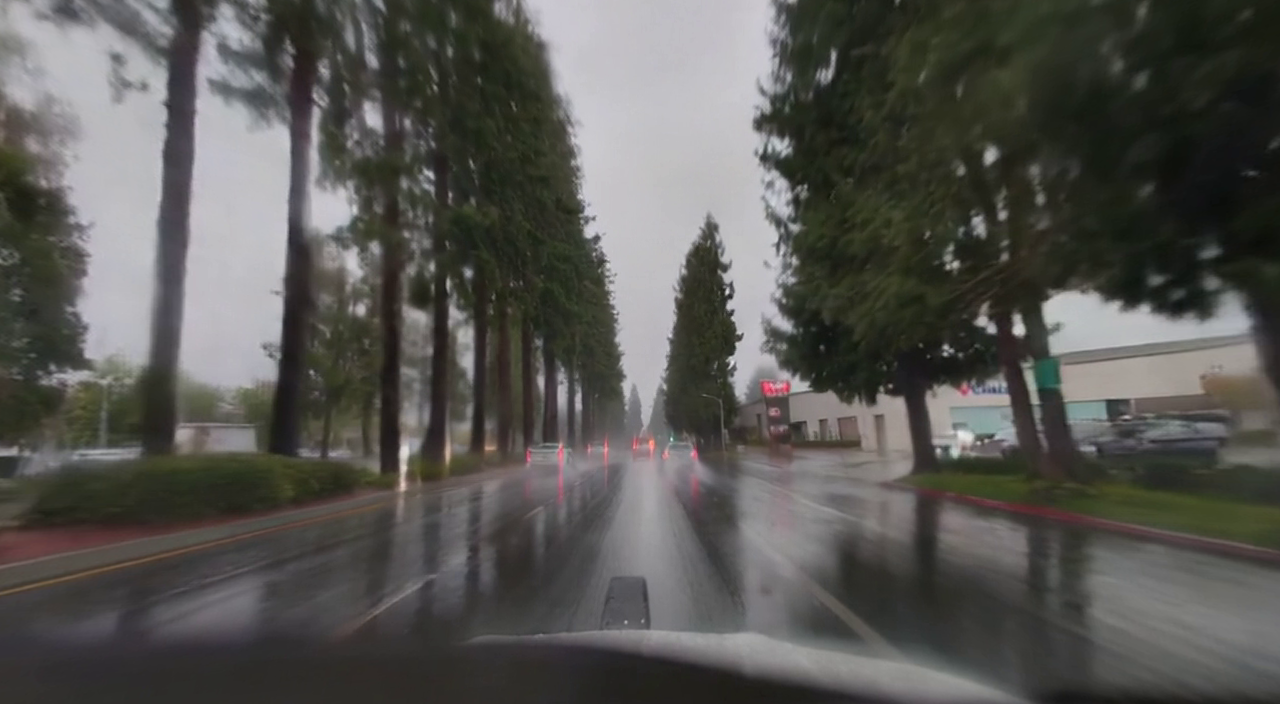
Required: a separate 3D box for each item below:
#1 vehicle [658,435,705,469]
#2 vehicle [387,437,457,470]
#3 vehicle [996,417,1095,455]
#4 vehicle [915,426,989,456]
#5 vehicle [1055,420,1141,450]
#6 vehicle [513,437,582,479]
[{"bbox_3d":[1.961,4.863,30.812,1.922,1.579,3.642,0,-8,-2],"label":"vehicle"},{"bbox_3d":[-12.462,5.850,36.500,2.047,1.729,5.470,0,-8,1],"label":"vehicle"},{"bbox_3d":[20.930,4.410,32.816,1.982,1.794,4.853,0,-8,1],"label":"vehicle"},{"bbox_3d":[15.927,4.575,32.396,1.823,1.413,3.884,0,-8,1],"label":"vehicle"},{"bbox_3d":[23.696,4.351,32.799,1.783,1.459,3.816,-1,-9,4],"label":"vehicle"},{"bbox_3d":[-3.535,4.124,24.921,1.908,1.481,4.536,0,-8,2],"label":"vehicle"}]
